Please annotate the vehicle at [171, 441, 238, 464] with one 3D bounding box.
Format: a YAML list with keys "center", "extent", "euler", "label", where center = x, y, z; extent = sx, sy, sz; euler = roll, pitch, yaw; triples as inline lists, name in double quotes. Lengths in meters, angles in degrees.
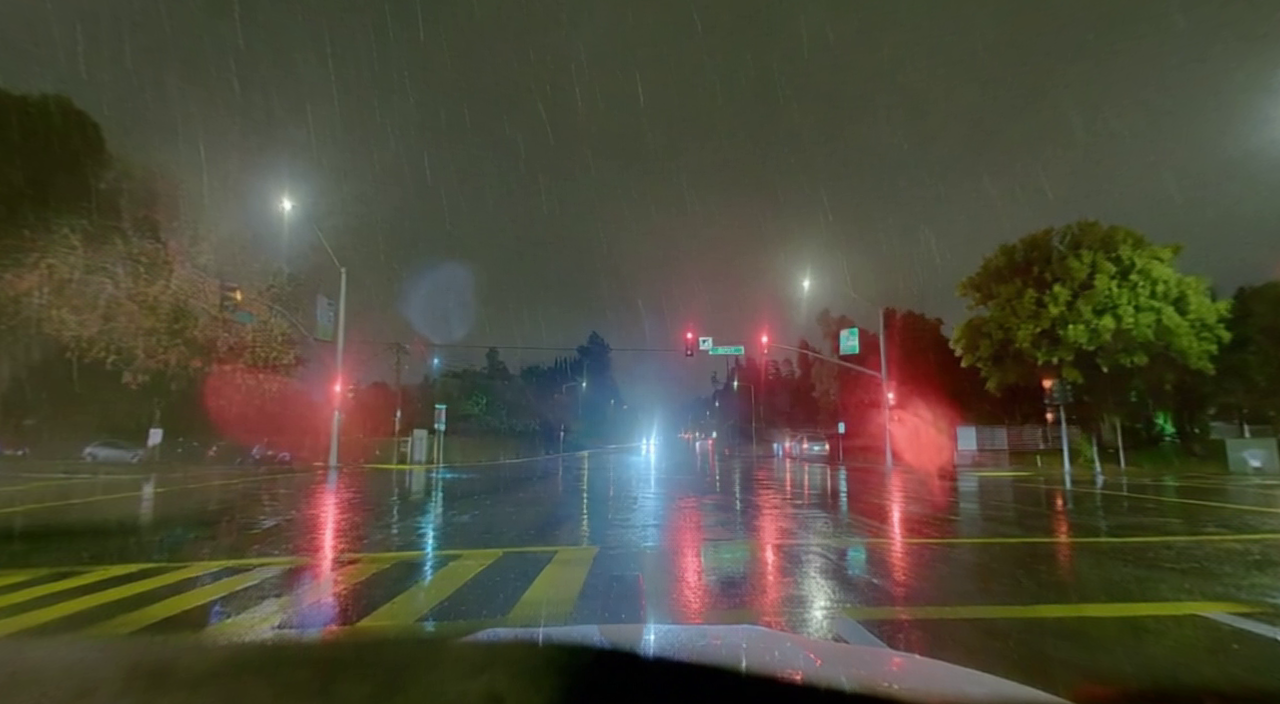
- center: [-29.104, 6.718, 42.084]
  extent: [1.696, 1.431, 3.686]
  euler: [-1, -8, 3]
  label: "vehicle"
